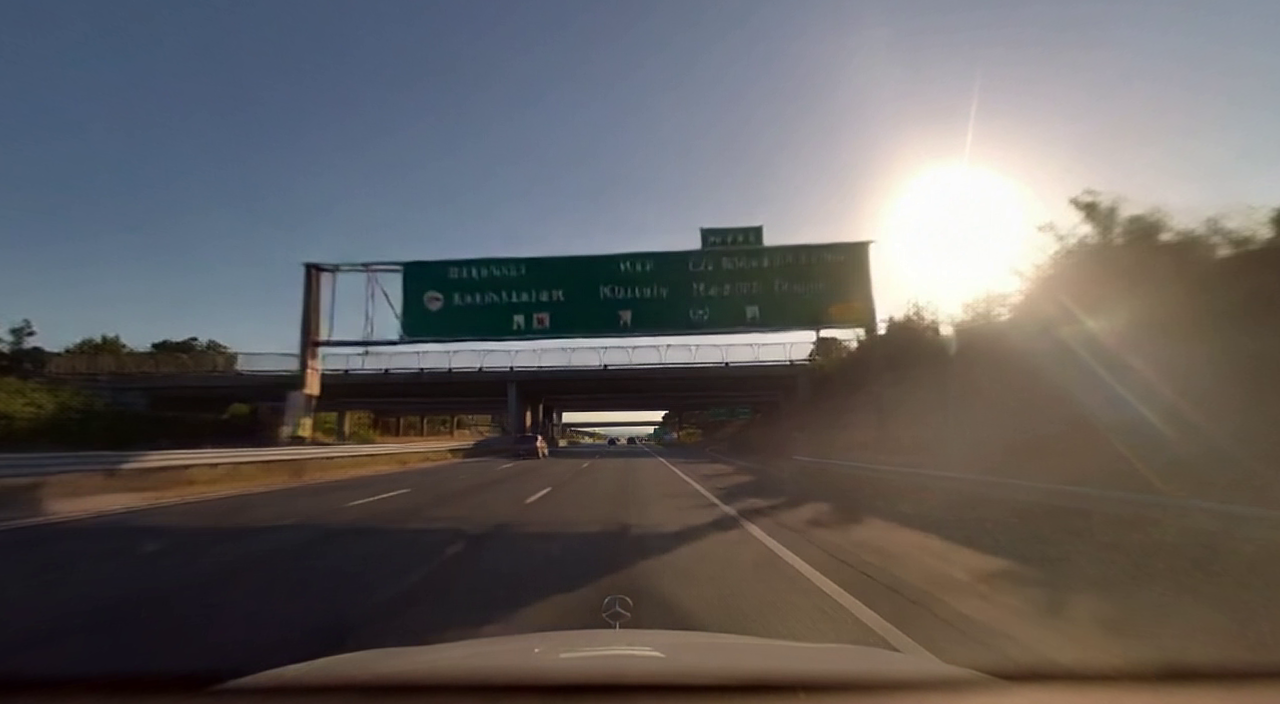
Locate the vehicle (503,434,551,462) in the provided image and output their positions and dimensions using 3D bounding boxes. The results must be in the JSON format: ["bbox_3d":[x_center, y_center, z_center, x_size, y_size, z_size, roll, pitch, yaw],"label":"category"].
[{"bbox_3d":[-6.998,5.989,39.419,2.111,1.662,4.630,0,-8,0],"label":"vehicle"}]
